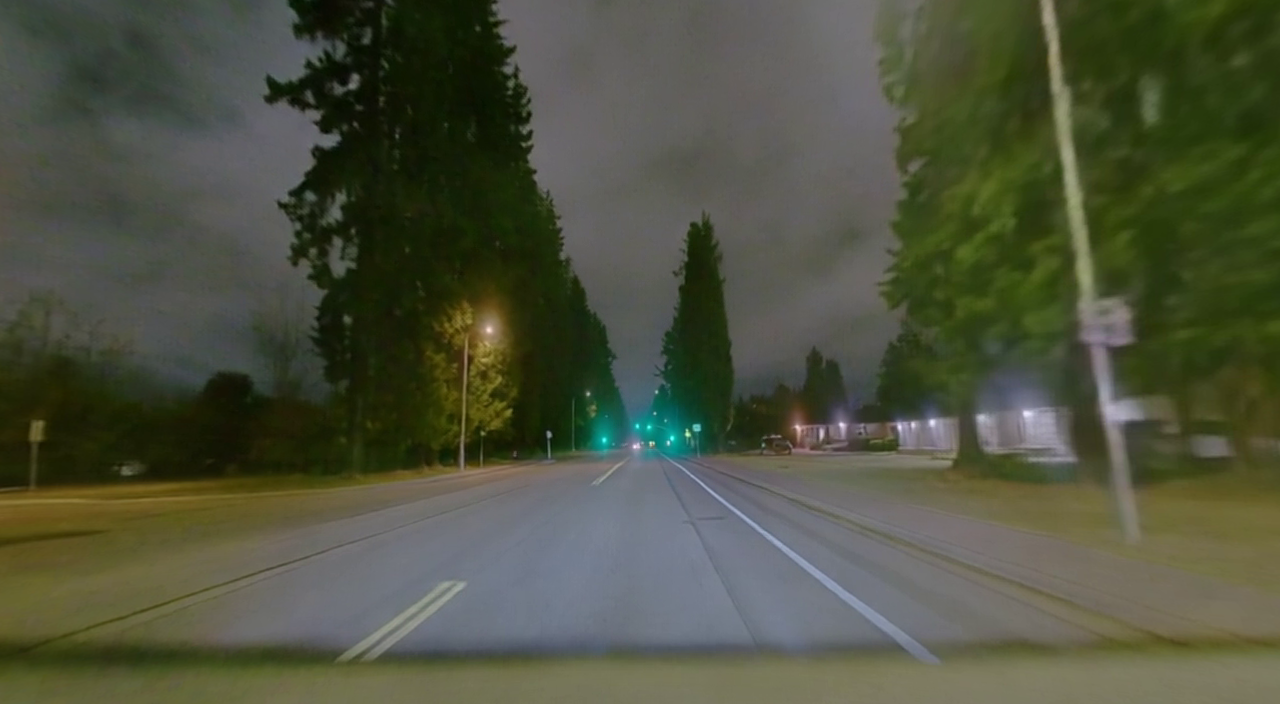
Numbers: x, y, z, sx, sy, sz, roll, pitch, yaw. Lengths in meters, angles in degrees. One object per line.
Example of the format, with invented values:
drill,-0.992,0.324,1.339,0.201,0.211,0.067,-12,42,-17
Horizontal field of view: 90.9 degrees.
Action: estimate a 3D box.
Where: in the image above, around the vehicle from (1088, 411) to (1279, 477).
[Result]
vehicle,18.177,3.022,20.738,4.978,1.991,2.234,-1,-8,3
